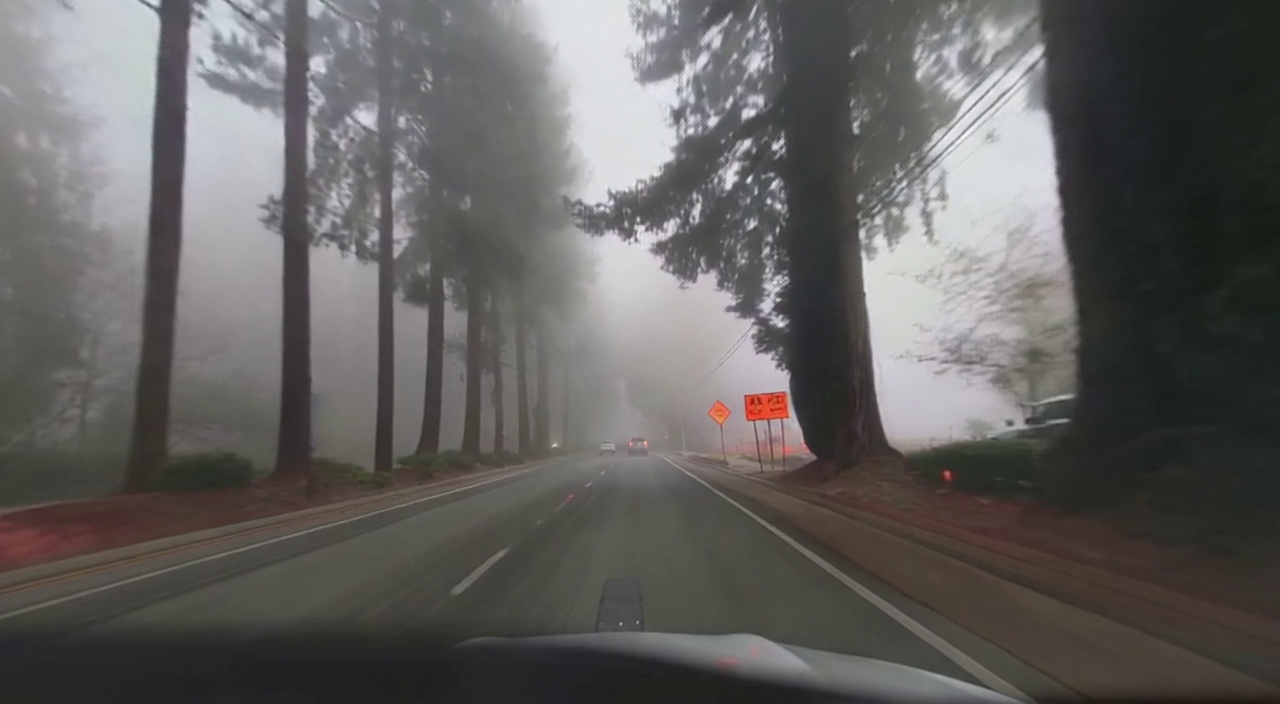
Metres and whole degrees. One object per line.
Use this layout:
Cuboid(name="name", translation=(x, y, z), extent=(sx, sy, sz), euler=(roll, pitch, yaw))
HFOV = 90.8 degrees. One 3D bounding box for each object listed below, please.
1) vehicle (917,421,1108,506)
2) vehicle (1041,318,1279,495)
Cuboid(name="vehicle", translation=(8.417, 2.514, 14.805), extent=(1.891, 1.548, 4.121), euler=(-5, -8, 0))
Cuboid(name="vehicle", translation=(14.741, 1.569, 16.172), extent=(2.889, 3.610, 9.347), euler=(-1, -8, 1))
